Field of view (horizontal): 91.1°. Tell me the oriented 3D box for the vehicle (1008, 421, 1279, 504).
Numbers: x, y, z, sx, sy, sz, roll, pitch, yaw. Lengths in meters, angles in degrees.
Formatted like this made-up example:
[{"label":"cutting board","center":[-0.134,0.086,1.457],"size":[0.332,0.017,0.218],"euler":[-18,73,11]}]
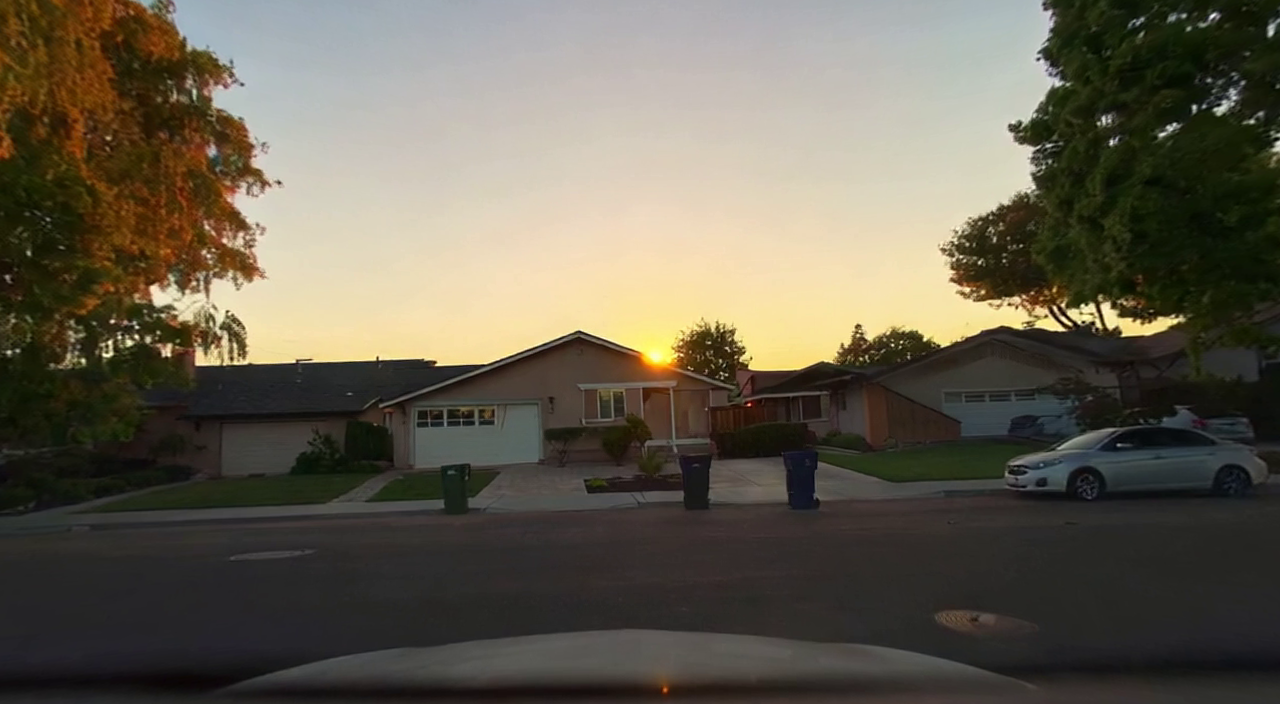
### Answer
[{"label":"vehicle","center":[10.802,2.329,13.420],"size":[4.658,1.615,1.894],"euler":[0,-8,-2]}]
